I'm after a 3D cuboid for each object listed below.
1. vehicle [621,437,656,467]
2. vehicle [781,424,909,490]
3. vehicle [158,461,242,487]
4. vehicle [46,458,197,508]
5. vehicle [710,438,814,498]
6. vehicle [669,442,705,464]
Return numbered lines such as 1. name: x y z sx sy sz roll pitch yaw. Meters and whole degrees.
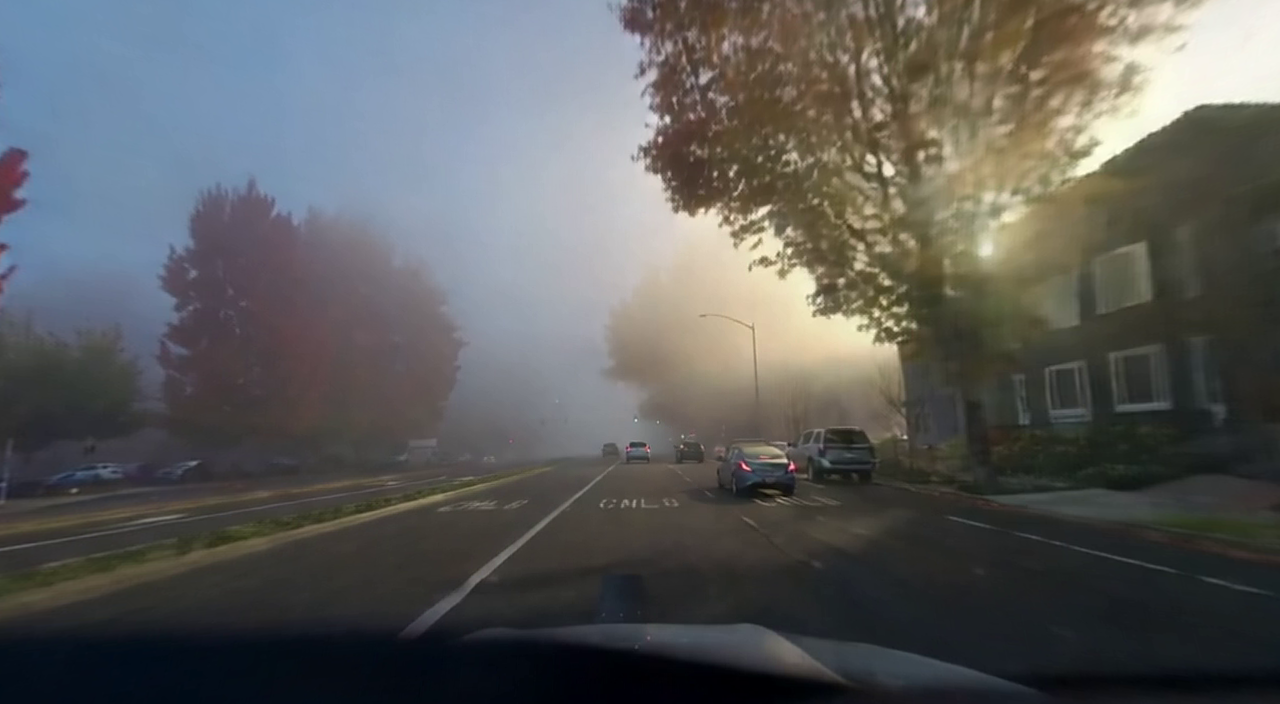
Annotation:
1. vehicle: -0.143 6.731 42.554 2.239 1.856 4.815 0 -9 -1
2. vehicle: 6.795 3.596 21.777 2.378 1.946 5.826 0 -9 -1
3. vehicle: -30.726 8.513 44.049 4.370 1.725 2.052 -1 -9 5
4. vehicle: -22.495 5.669 27.685 2.113 1.865 5.128 -1 -9 2
5. vehicle: 3.348 3.288 18.239 1.977 1.498 4.521 0 -9 -2
6. vehicle: 3.343 7.302 45.599 2.178 1.546 4.311 0 -9 0
